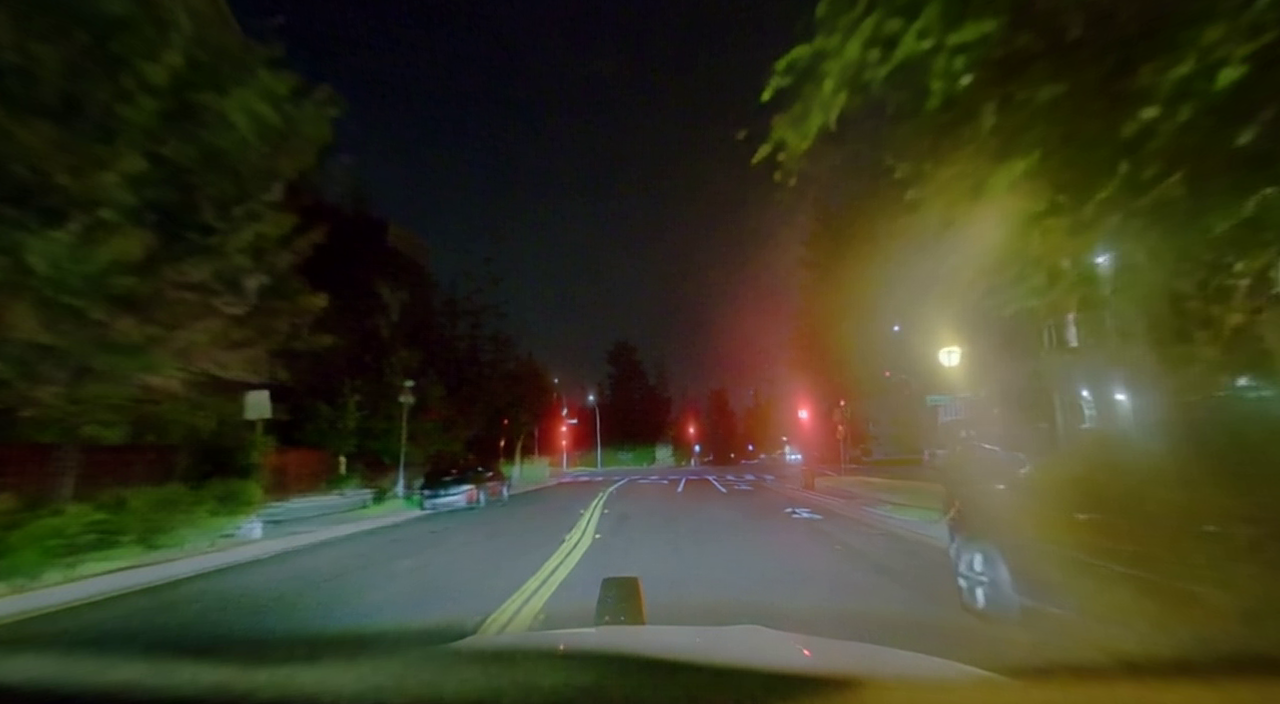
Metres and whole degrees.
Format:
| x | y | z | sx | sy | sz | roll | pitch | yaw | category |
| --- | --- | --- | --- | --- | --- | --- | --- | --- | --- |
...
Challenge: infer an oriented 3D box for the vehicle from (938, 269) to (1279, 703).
| x | y | z | sx | sy | sz | roll | pitch | yaw | category |
| --- | --- | --- | --- | --- | --- | --- | --- | --- | --- |
| 4.205 | 0.959 | 3.492 | 2.624 | 2.227 | 5.508 | 3 | -11 | 3 | vehicle |

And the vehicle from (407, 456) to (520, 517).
| x | y | z | sx | sy | sz | roll | pitch | yaw | category |
| --- | --- | --- | --- | --- | --- | --- | --- | --- | --- |
| -5.083 | 3.910 | 18.751 | 2.033 | 1.456 | 4.370 | -3 | -9 | 2 | vehicle |
